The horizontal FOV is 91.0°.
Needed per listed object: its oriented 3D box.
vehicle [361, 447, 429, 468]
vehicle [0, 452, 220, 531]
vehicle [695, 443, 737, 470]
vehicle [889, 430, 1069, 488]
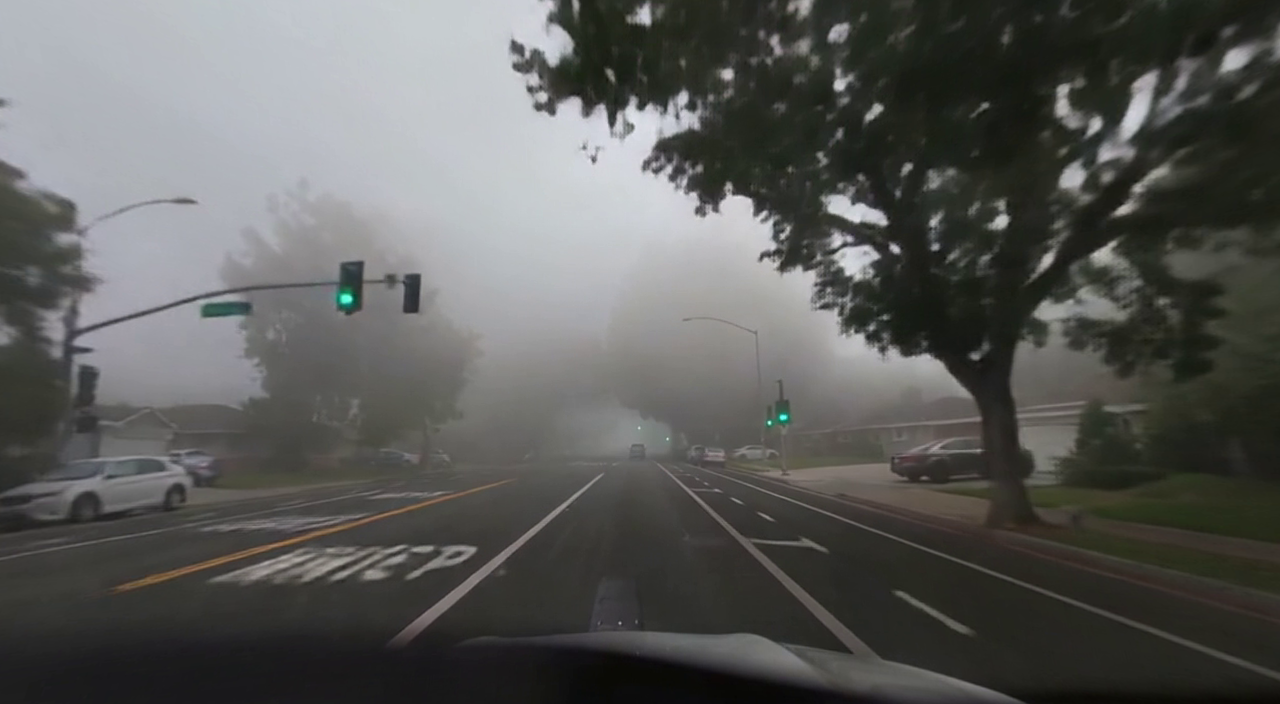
[{"bbox_3d":[-18.329,7.877,47.189,4.355,1.482,1.794,0,-9,0],"label":"vehicle"},{"bbox_3d":[-12.107,3.060,14.334,1.888,1.477,4.629,-1,-10,0],"label":"vehicle"},{"bbox_3d":[5.169,7.184,43.328,2.164,1.729,4.488,1,-9,-2],"label":"vehicle"},{"bbox_3d":[11.353,3.603,21.371,4.880,1.842,2.069,0,-9,-1],"label":"vehicle"}]
